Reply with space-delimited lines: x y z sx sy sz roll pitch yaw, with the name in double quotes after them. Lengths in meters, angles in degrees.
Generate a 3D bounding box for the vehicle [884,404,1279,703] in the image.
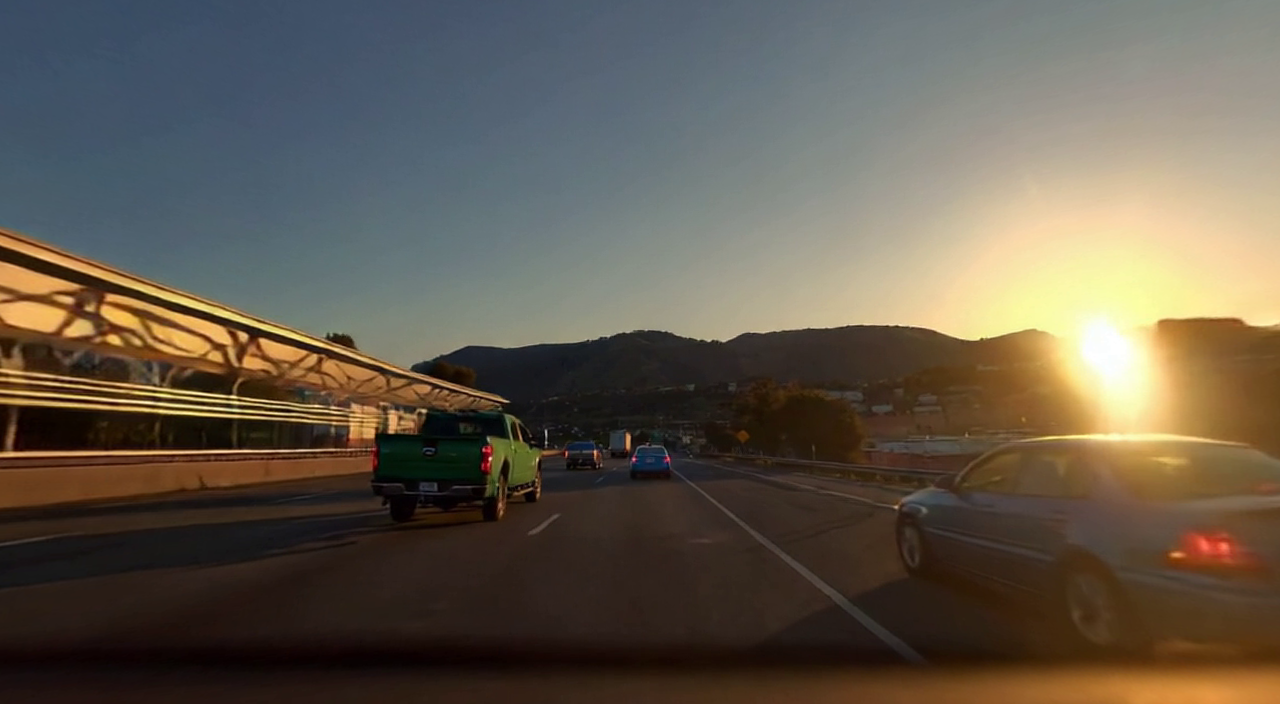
3.707 1.252 4.460 2.023 1.510 4.773 0 -8 0 "vehicle"

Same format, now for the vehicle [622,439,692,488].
0.516 3.783 21.723 2.171 1.493 4.081 0 -8 0 "vehicle"

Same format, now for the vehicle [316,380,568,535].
-3.247 2.018 12.569 2.733 2.230 6.820 0 -8 1 "vehicle"

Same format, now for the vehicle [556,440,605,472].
-3.135 5.621 34.340 2.151 1.613 4.786 0 -8 1 "vehicle"
